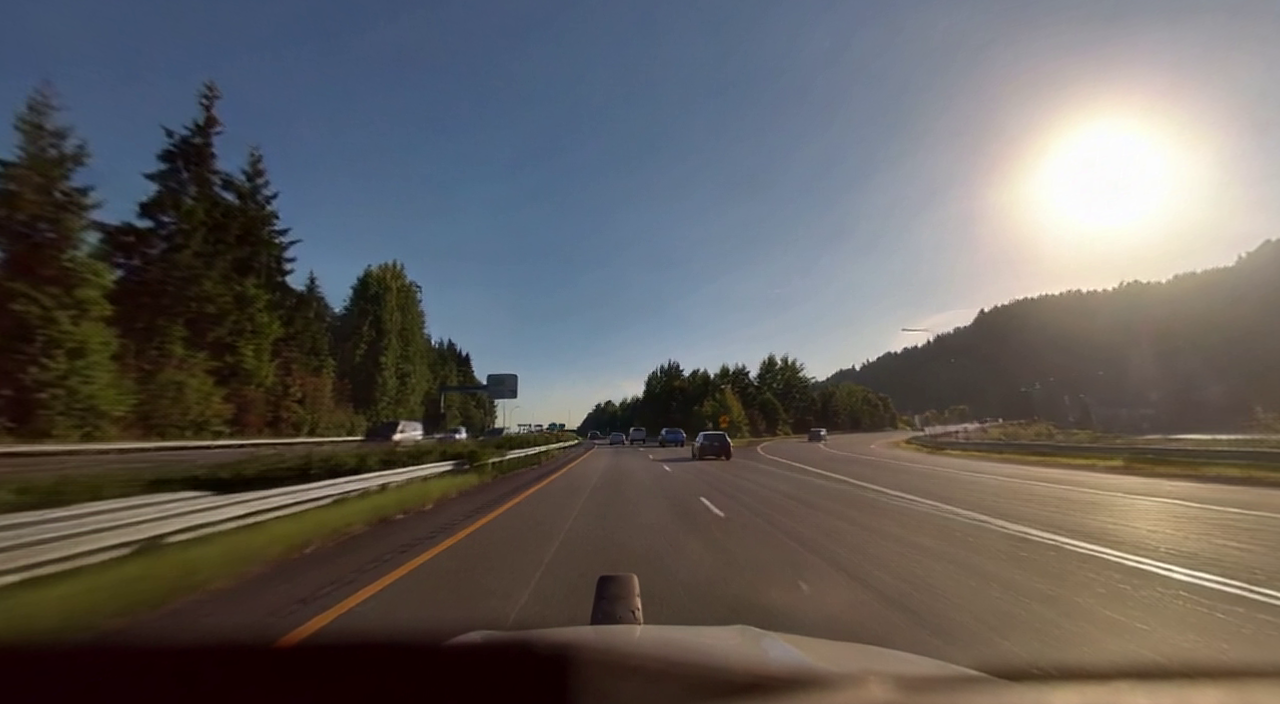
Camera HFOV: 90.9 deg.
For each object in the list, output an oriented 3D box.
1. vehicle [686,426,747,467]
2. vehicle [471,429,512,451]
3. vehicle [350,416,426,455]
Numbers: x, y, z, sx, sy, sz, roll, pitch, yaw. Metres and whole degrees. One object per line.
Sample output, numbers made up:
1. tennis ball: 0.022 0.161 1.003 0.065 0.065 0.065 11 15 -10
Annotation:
1. vehicle: 3.149 3.958 26.641 1.938 1.578 3.764 0 -7 -3
2. vehicle: -10.132 6.002 43.242 1.972 1.443 4.342 0 -7 -3
3. vehicle: -13.702 4.605 34.667 2.146 1.969 5.211 0 -7 -1
